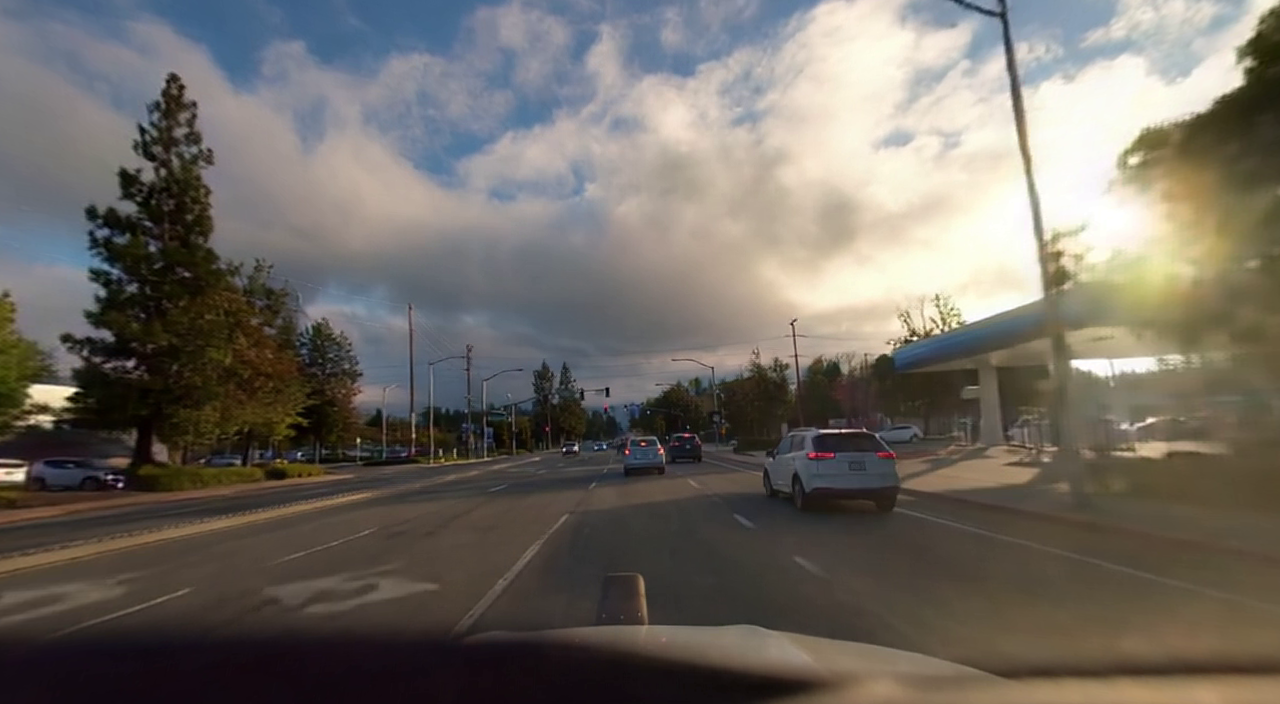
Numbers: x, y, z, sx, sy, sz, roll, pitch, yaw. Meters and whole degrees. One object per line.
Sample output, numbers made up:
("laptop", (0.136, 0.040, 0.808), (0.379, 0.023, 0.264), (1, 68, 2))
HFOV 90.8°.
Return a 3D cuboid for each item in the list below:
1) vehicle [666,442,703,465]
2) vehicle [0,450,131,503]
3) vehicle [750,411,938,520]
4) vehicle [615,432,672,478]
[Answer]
("vehicle", (2.648, 6.149, 38.317), (1.822, 1.331, 3.583), (0, -8, -3))
("vehicle", (-24.355, 4.945, 25.390), (2.100, 1.937, 5.517), (-4, -9, 26))
("vehicle", (3.837, 2.252, 13.058), (2.116, 1.791, 5.006), (0, -8, -1))
("vehicle", (0.055, 4.166, 25.768), (2.164, 1.718, 3.881), (0, -8, -2))
